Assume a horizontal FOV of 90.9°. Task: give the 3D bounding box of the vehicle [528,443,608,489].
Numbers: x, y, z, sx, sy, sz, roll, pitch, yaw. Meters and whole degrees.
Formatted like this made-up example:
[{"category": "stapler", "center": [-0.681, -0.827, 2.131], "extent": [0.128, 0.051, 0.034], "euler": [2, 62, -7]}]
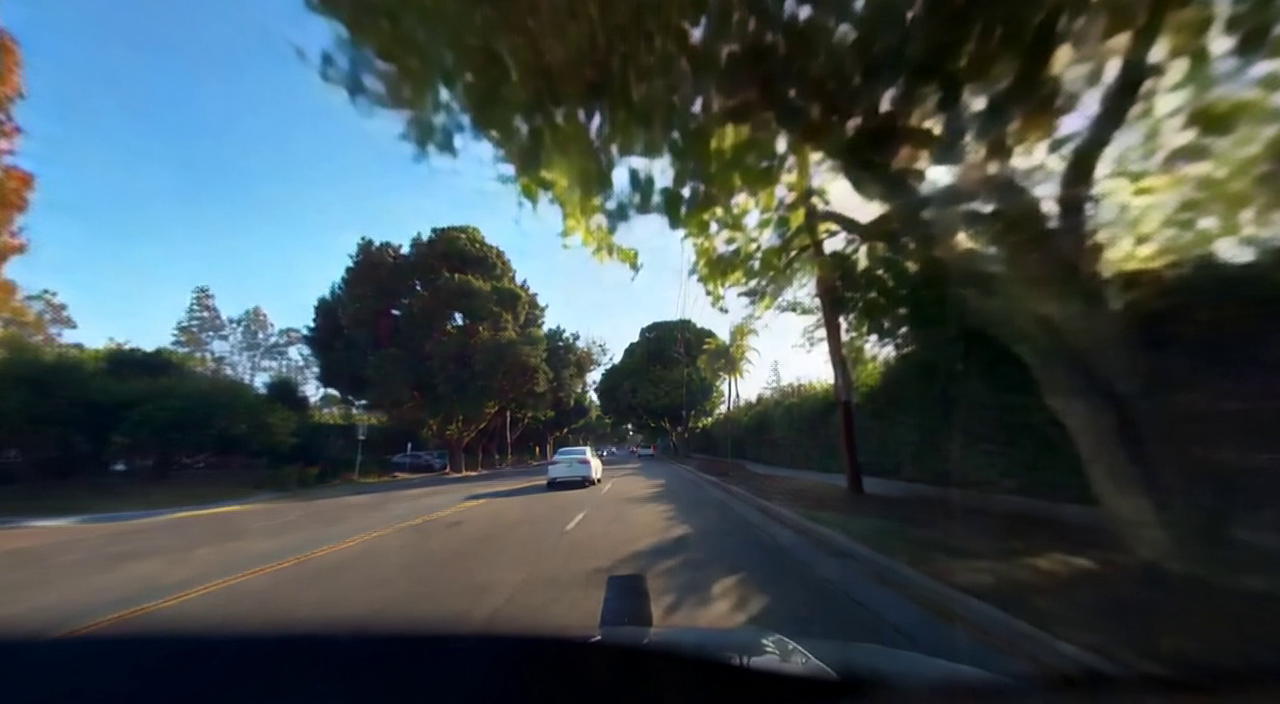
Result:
[{"category": "vehicle", "center": [-2.436, 4.029, 22.597], "extent": [2.153, 1.461, 4.374], "euler": [-1, -8, 3]}]
